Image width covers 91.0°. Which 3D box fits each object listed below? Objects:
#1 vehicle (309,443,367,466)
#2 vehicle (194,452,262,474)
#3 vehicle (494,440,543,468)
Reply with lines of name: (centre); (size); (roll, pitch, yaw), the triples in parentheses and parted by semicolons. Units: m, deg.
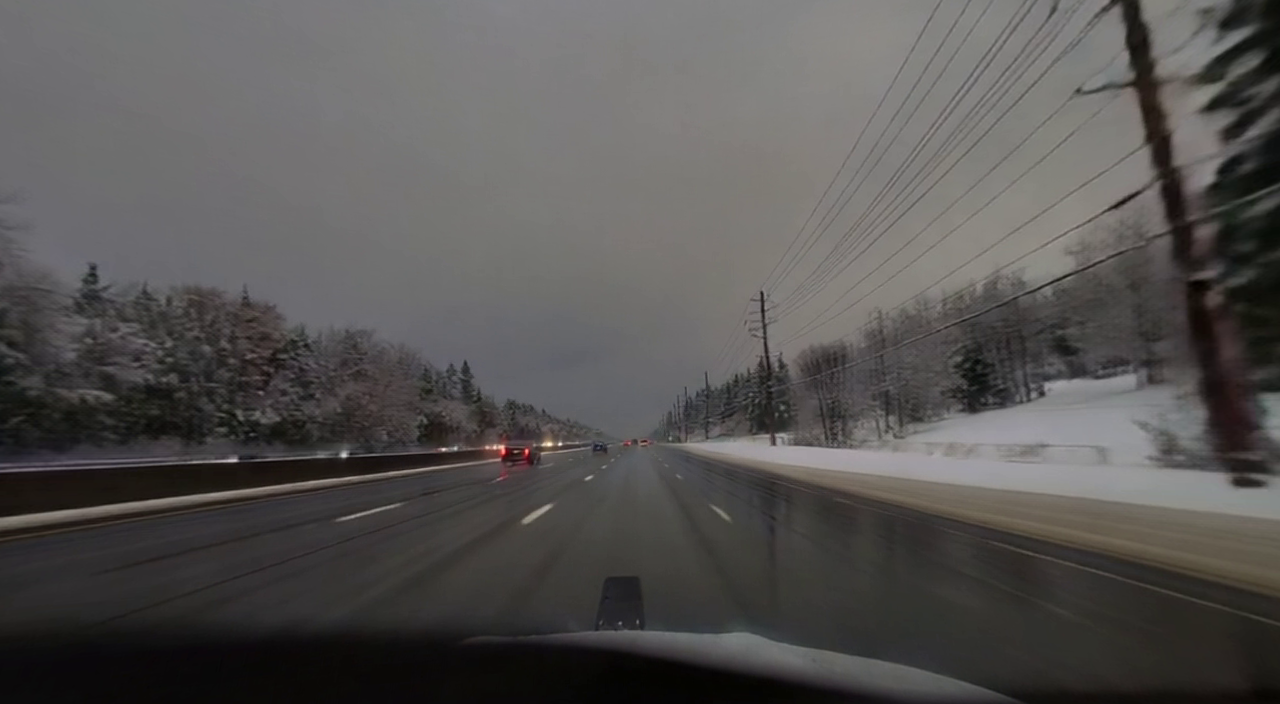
vehicle: (-22.089, 7.534, 46.293); (2.050, 1.583, 4.506); (0, -9, 0)
vehicle: (-29.075, 7.833, 44.641); (1.812, 1.501, 4.462); (0, -9, 0)
vehicle: (-7.303, 6.201, 38.347); (2.034, 1.563, 4.476); (0, -9, 1)
